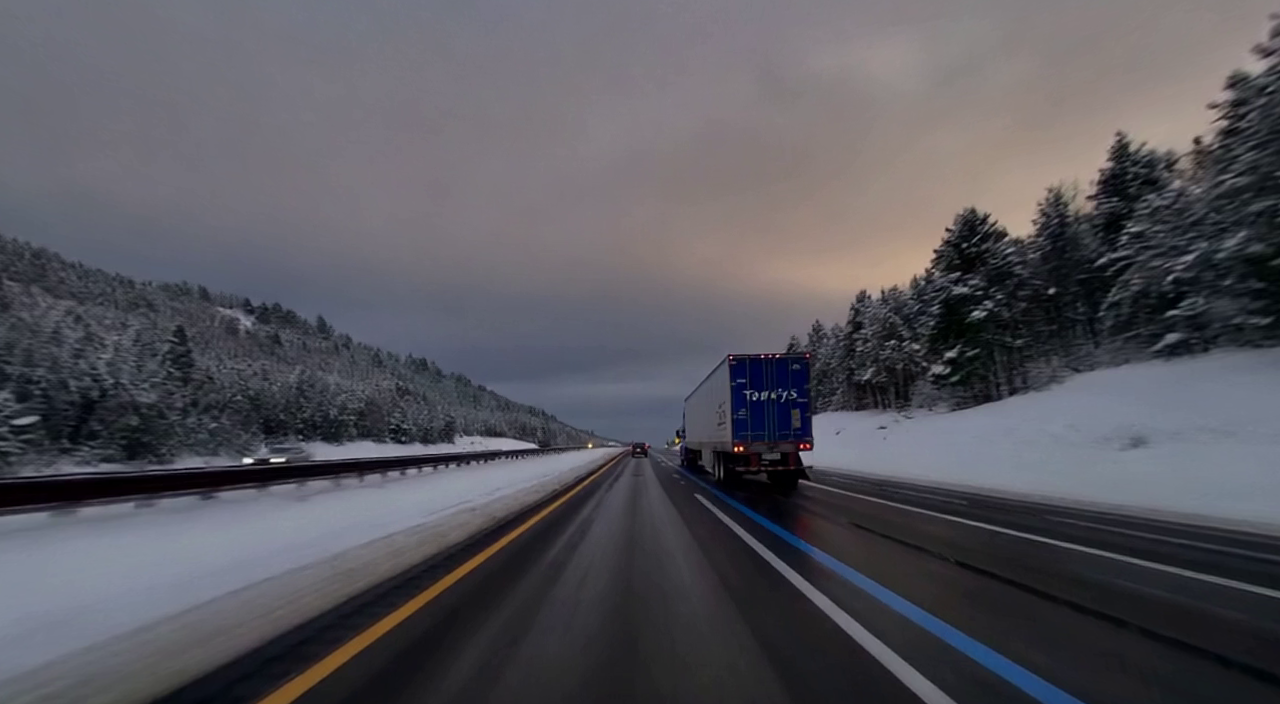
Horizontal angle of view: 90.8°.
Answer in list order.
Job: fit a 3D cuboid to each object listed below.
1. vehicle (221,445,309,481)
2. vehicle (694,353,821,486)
[{"bbox_3d":[-20.794,6.150,35.346,2.052,1.887,4.709,0,-9,-1],"label":"vehicle"},{"bbox_3d":[4.214,2.881,25.379,3.039,4.342,9.556,0,-9,-1],"label":"vehicle"}]
